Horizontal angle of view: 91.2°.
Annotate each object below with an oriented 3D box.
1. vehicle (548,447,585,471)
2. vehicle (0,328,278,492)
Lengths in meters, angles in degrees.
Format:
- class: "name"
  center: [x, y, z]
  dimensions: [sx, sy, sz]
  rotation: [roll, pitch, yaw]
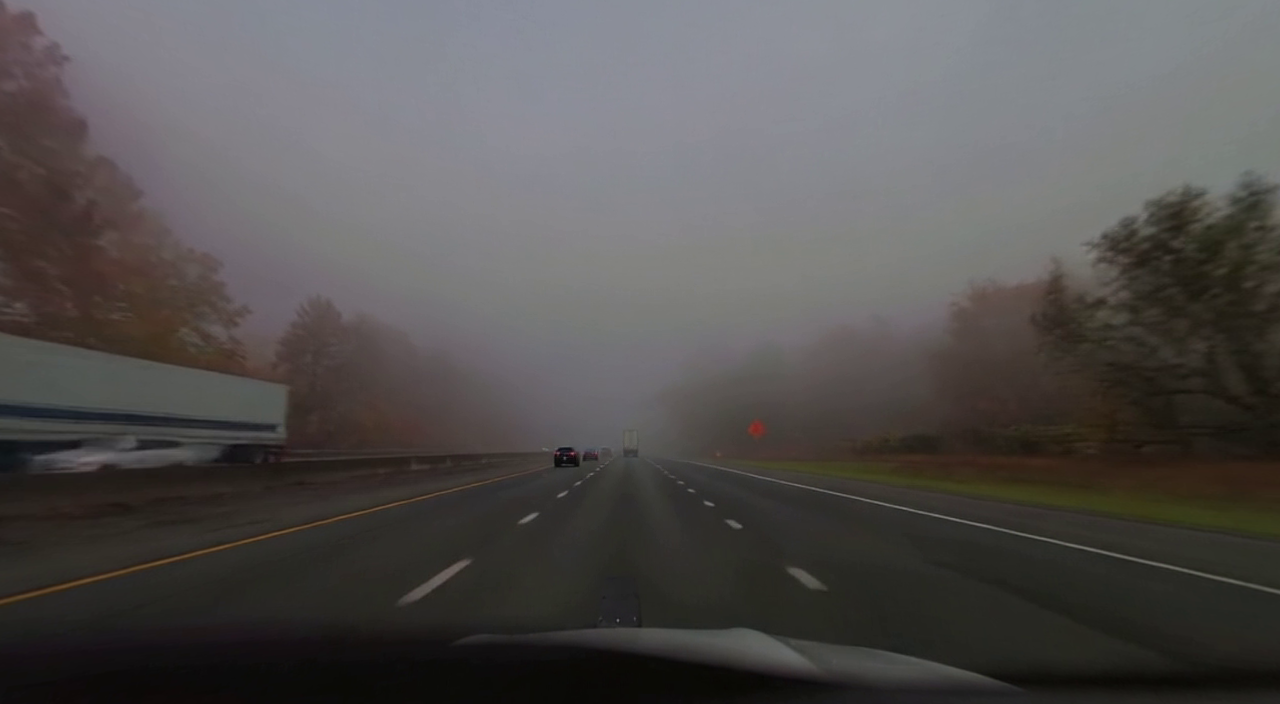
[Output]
- class: "vehicle"
  center: [-4.714, 6.911, 40.647]
  dimensions: [1.963, 1.475, 3.665]
  rotation: [0, -9, -1]
- class: "vehicle"
  center: [-17.639, 2.293, 20.929]
  dimensions: [2.917, 4.076, 14.027]
  rotation: [0, -9, -1]
